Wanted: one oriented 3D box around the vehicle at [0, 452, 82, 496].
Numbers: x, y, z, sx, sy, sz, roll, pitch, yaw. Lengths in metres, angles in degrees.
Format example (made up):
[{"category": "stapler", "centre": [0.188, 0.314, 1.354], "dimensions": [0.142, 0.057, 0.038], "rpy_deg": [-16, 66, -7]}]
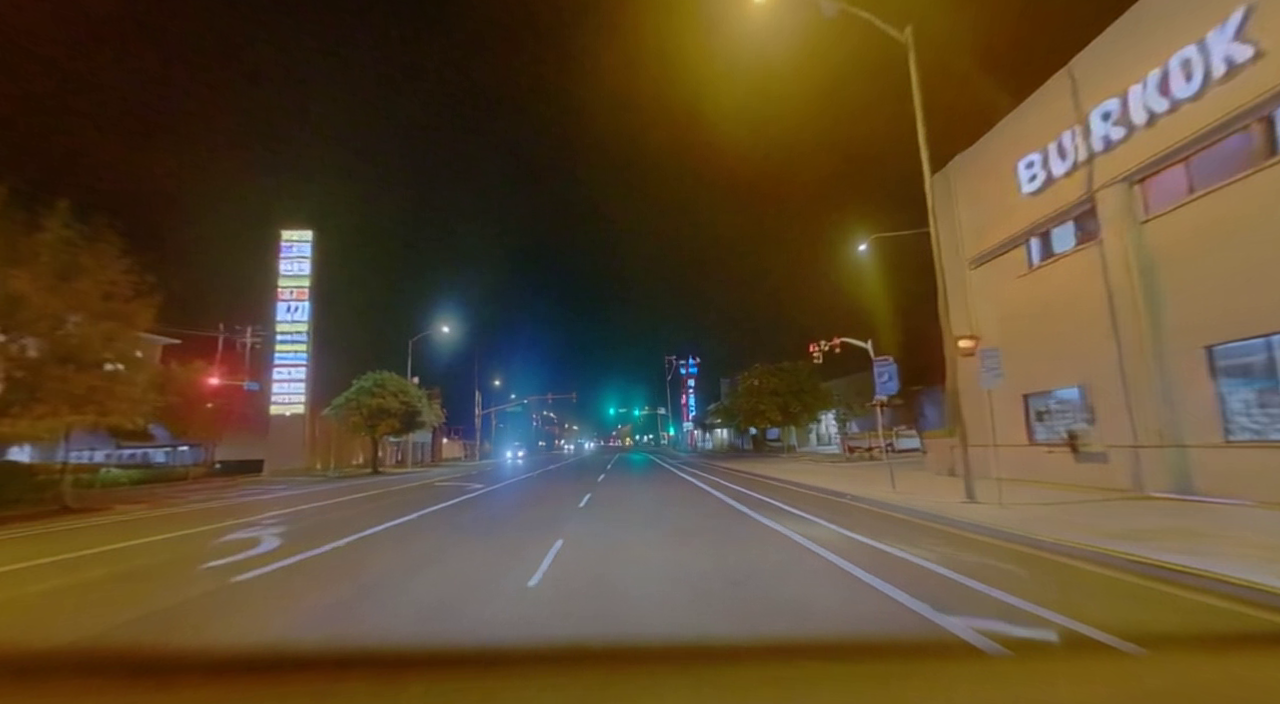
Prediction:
[{"category": "vehicle", "centre": [-27.609, 5.419, 28.448], "dimensions": [4.811, 1.756, 2.070], "rpy_deg": [-5, -10, 30]}]
